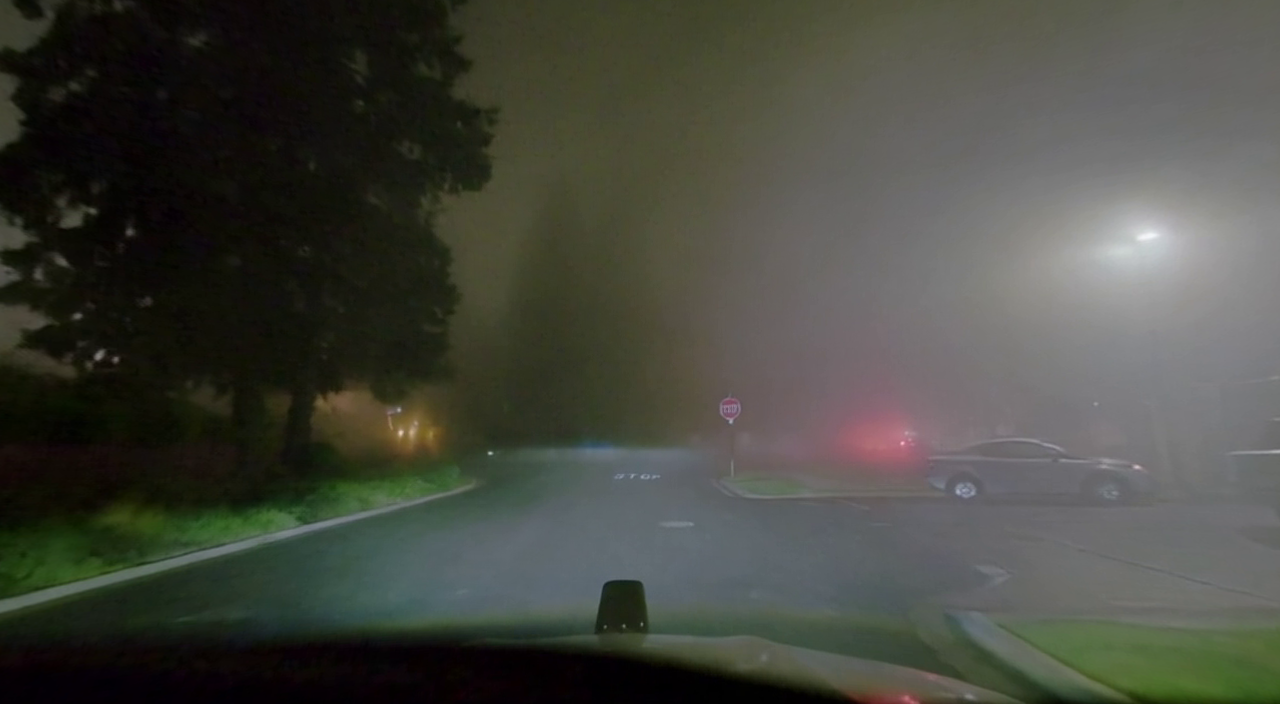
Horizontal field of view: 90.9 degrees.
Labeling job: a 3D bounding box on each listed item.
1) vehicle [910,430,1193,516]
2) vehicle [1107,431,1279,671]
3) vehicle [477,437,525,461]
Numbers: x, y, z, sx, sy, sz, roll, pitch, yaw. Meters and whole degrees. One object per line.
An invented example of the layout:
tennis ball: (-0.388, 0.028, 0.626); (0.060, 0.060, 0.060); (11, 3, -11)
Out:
vehicle: (8.071, 2.400, 12.926); (4.477, 1.506, 1.834); (-4, -9, 26)
vehicle: (5.910, 1.226, 4.078); (4.229, 1.402, 1.811); (-1, -9, 3)
vehicle: (-10.706, 7.521, 48.824); (1.883, 1.732, 4.038); (-2, -9, 15)
